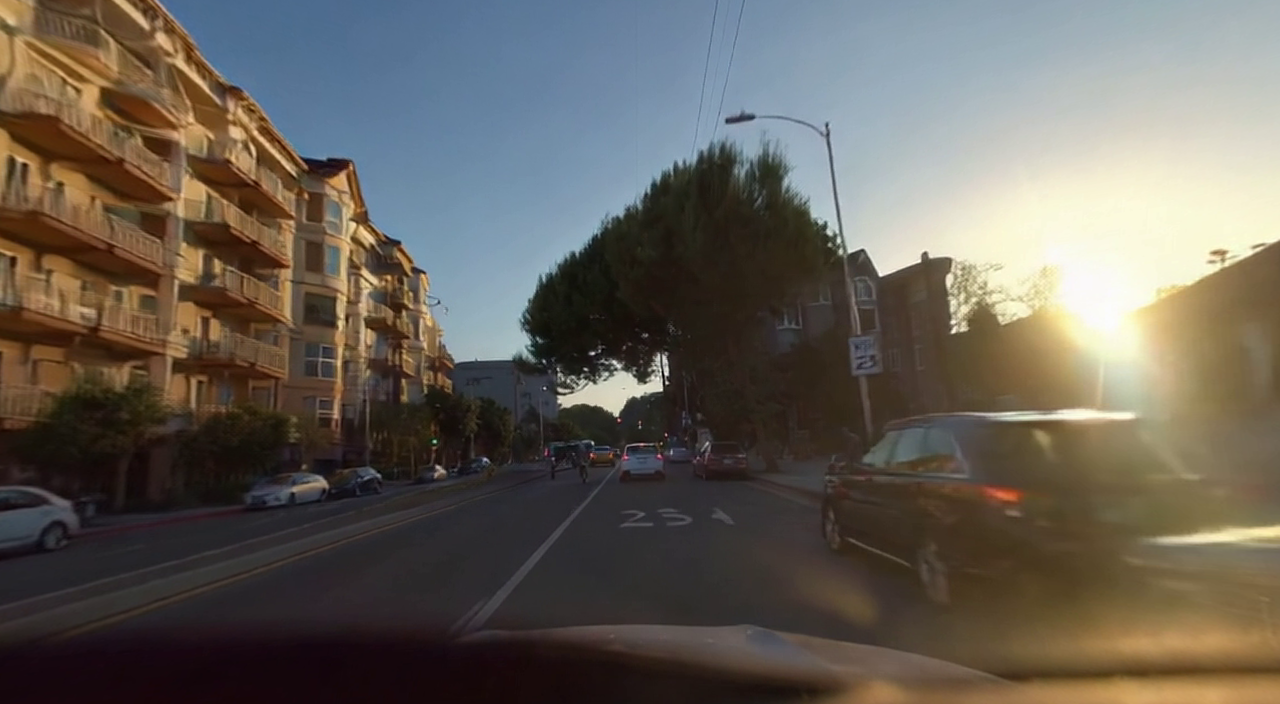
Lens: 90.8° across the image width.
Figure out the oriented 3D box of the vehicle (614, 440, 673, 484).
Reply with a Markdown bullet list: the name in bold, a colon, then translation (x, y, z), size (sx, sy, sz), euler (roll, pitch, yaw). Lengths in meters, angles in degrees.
- **vehicle**: translation (0.136, 4.111, 23.912), size (2.026, 1.496, 3.701), euler (0, -8, 0)

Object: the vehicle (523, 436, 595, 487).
- **vehicle**: translation (-2.925, 4.062, 23.683), size (2.065, 1.705, 4.353), euler (0, -8, 1)

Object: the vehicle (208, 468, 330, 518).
- **vehicle**: translation (-13.737, 5.209, 23.768), size (1.907, 1.480, 4.498), euler (0, -8, -1)

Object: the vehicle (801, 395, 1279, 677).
- **vehicle**: translation (3.214, 1.438, 6.227), size (1.925, 1.635, 4.905), euler (0, -8, 0)

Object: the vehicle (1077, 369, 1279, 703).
- **vehicle**: translation (3.108, 0.663, 0.936), size (1.828, 1.565, 4.392), euler (0, -8, 1)

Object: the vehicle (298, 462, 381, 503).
- **vehicle**: translation (-13.705, 5.934, 29.072), size (1.839, 1.594, 4.055), euler (0, -8, -1)

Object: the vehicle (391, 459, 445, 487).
- **vehicle**: translation (-13.775, 7.527, 39.505), size (1.844, 1.499, 4.421), euler (0, -8, -1)

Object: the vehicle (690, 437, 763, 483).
- **vehicle**: translation (3.137, 4.036, 23.899), size (2.077, 1.532, 4.694), euler (0, -8, 0)
